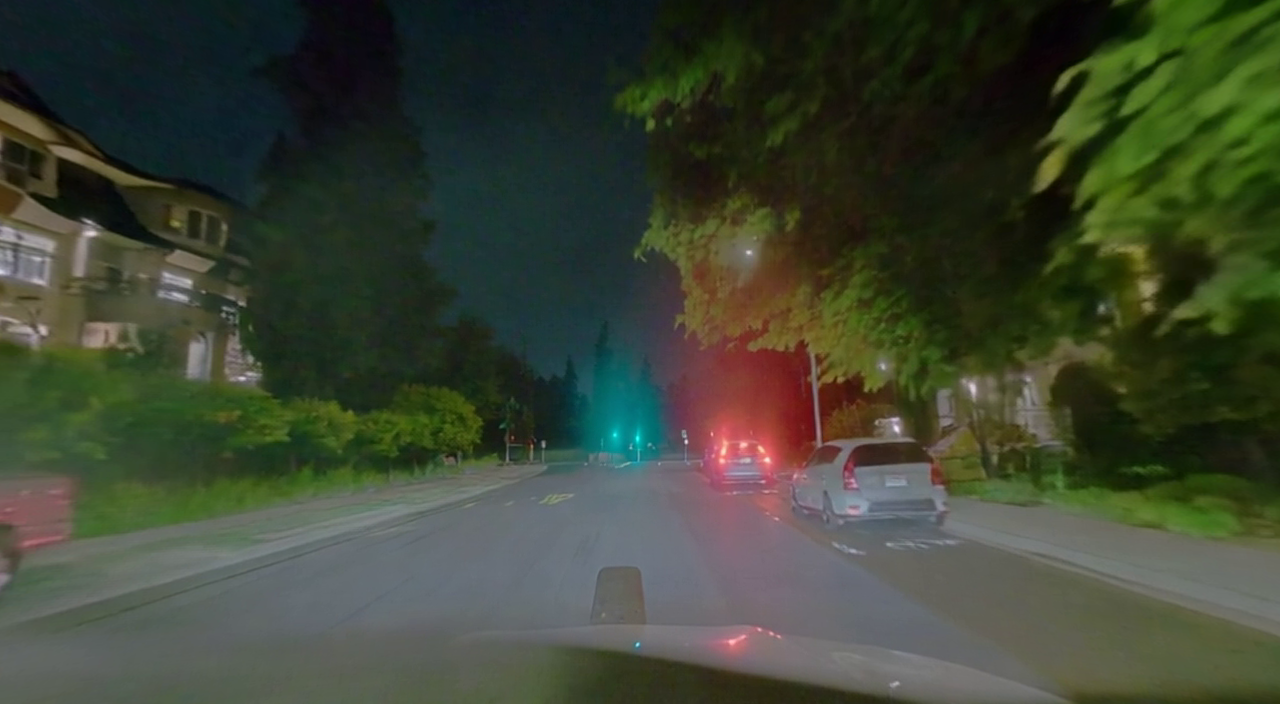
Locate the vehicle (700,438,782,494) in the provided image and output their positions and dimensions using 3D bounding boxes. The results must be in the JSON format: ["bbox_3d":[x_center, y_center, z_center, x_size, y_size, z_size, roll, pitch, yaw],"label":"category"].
[{"bbox_3d":[3.156,3.661,20.715,2.037,1.595,4.536,0,-8,1],"label":"vehicle"}]

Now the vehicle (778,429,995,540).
[{"bbox_3d":[4.084,2.271,11.537,2.043,1.585,4.687,0,-8,0],"label":"vehicle"}]
